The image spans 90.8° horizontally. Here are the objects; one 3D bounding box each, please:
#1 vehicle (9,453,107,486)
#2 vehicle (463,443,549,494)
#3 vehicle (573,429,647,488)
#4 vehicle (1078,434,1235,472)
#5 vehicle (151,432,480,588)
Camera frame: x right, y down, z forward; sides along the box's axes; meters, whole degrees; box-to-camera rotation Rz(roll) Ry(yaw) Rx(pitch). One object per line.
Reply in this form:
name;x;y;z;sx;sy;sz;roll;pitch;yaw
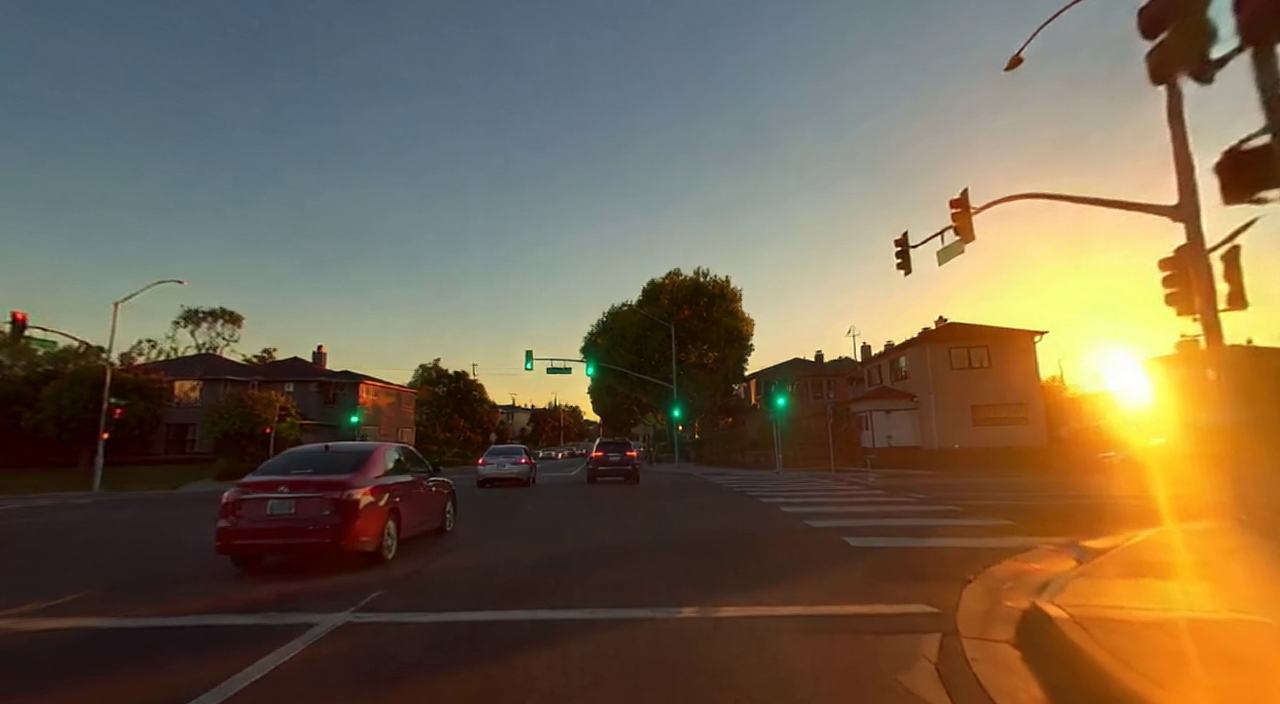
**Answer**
vehicle;-32.614;6.565;35.575;2.113;1.603;4.222;2;-8;-13
vehicle;-4.206;3.698;20.566;1.934;1.459;4.368;0;-8;-1
vehicle;-1.076;3.774;22.829;2.396;1.881;4.606;0;-8;-2
vehicle;20.414;4.003;25.164;4.353;1.431;1.876;-2;-8;12
vehicle;-3.760;1.879;8.572;1.977;1.488;4.741;0;-8;0
